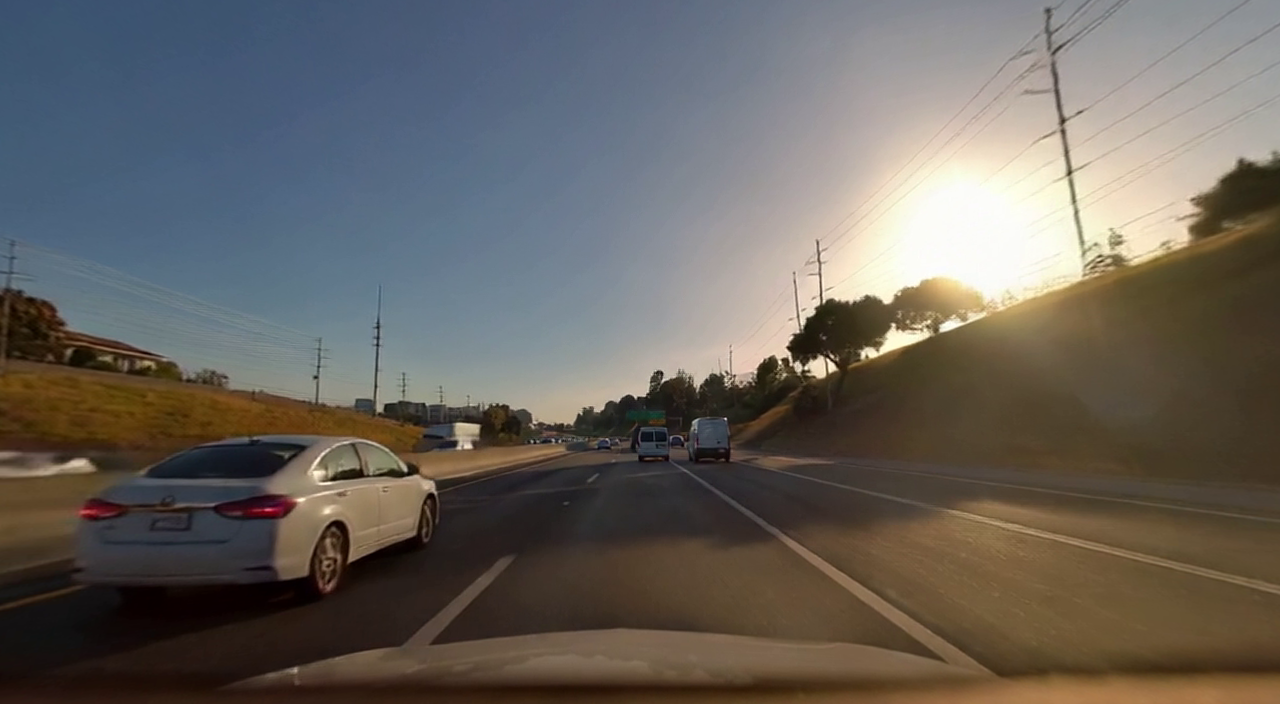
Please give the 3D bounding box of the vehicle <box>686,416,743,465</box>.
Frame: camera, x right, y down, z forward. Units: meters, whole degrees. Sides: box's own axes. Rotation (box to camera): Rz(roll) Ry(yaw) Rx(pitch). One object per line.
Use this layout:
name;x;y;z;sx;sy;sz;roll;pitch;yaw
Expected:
vehicle;3.887;4.757;34.068;2.348;2.429;5.172;0;-8;-1

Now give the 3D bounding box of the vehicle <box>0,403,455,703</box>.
vehicle;-3.075;1.266;5.093;1.890;1.490;4.202;0;-8;0

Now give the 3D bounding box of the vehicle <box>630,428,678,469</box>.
vehicle;0.594;4.595;30.270;2.159;1.811;4.238;0;-8;-1
